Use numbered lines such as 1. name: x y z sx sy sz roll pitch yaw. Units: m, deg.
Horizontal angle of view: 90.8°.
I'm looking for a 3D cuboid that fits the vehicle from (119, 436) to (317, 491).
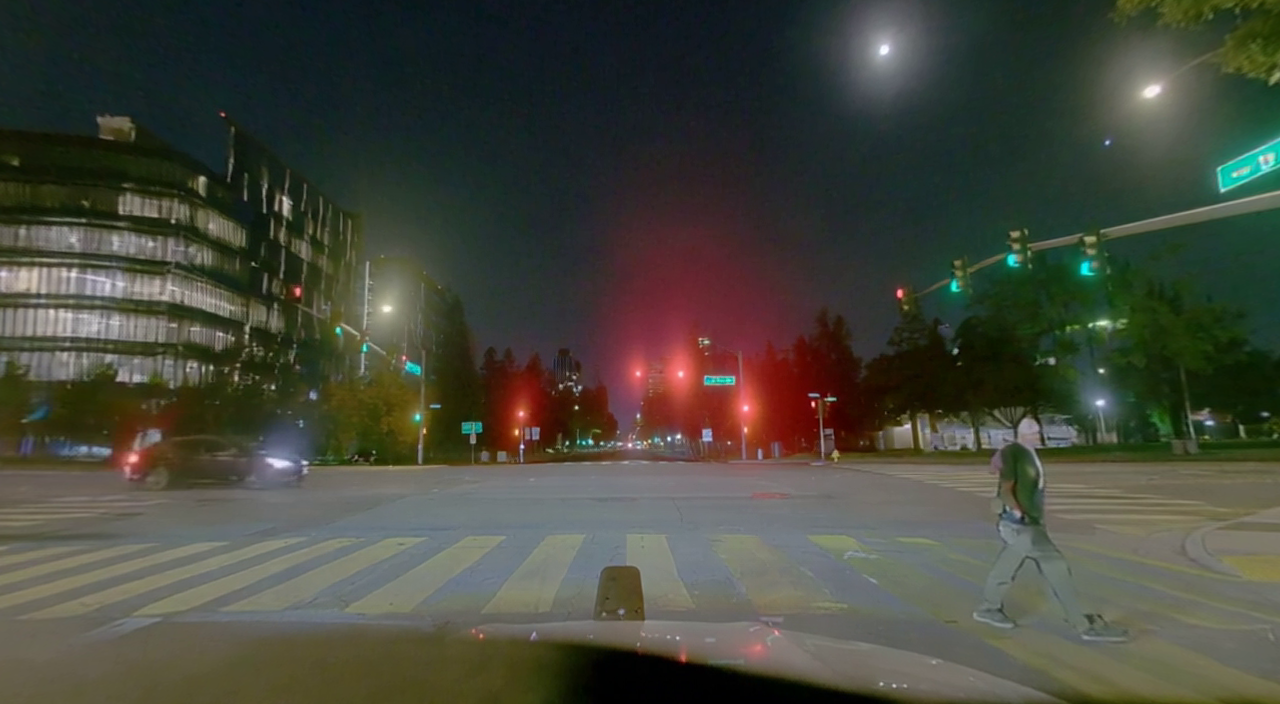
1. vehicle: -12.382 3.283 18.770 4.502 1.512 1.917 0 -9 0
